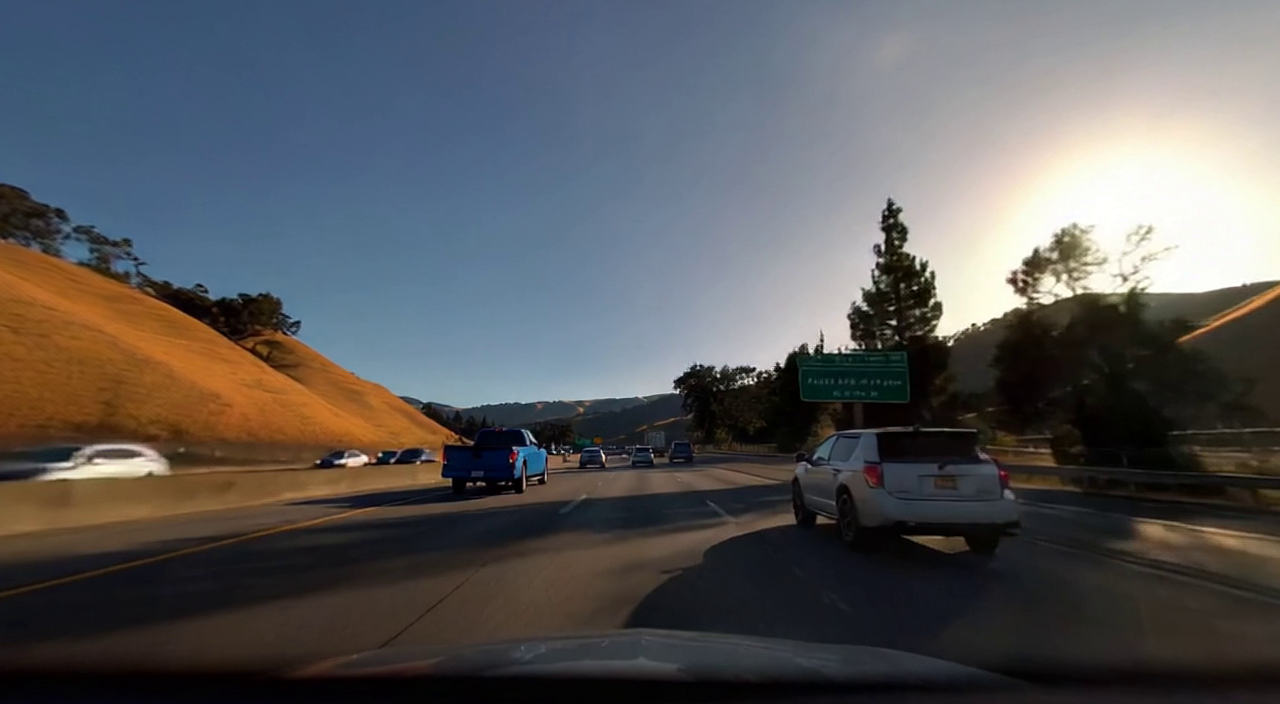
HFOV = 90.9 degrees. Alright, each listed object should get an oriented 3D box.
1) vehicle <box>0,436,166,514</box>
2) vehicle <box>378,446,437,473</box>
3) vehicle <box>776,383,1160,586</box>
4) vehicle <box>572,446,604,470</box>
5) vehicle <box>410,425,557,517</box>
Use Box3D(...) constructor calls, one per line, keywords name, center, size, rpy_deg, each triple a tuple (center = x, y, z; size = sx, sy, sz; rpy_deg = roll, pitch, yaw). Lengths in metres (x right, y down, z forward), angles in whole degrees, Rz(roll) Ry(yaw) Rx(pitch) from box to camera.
Box3D(name="vehicle", center=(-13.199, 2.679, 14.221), size=(1.767, 1.477, 4.081), rpy_deg=(0, -8, 1))
Box3D(name="vehicle", center=(-18.112, 8.386, 49.511), size=(2.258, 1.967, 6.142), rpy_deg=(0, -8, 0))
Box3D(name="vehicle", center=(3.784, 1.686, 8.979), size=(2.424, 1.952, 5.611), rpy_deg=(0, -8, 0))
Box3D(name="vehicle", center=(-4.027, 8.287, 49.535), size=(2.235, 1.785, 4.386), rpy_deg=(0, -8, -1))
Box3D(name="vehicle", center=(-3.571, 2.826, 15.608), size=(2.227, 1.853, 5.161), rpy_deg=(0, -8, 1))
